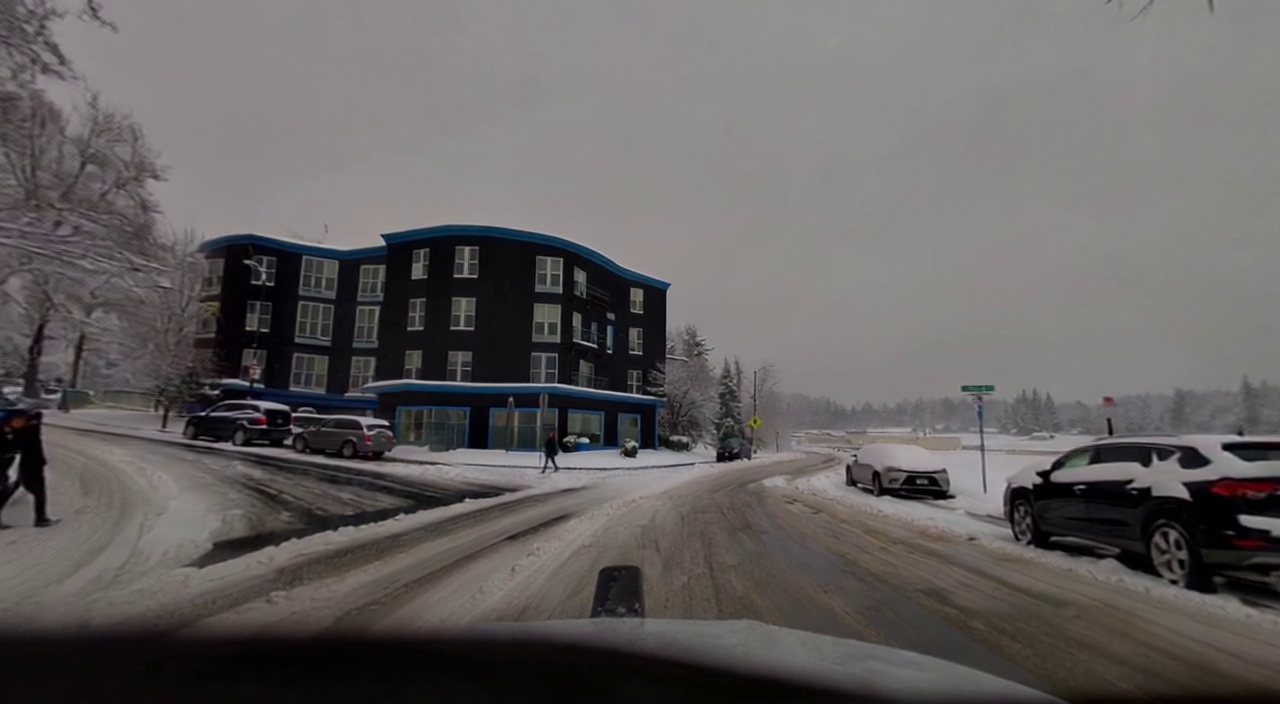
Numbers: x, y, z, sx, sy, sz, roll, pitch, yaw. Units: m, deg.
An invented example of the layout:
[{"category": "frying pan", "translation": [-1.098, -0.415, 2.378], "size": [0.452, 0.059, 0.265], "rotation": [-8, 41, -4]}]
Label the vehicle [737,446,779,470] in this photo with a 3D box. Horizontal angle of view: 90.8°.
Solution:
[{"category": "vehicle", "translation": [7.716, 6.917, 41.572], "size": [1.901, 1.495, 4.340], "rotation": [0, -8, 0]}]

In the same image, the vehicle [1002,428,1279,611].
[{"category": "vehicle", "translation": [7.500, 2.012, 8.689], "size": [2.181, 1.792, 5.066], "rotation": [0, -8, 2]}]

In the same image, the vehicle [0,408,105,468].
[{"category": "vehicle", "translation": [-16.525, 2.356, 17.197], "size": [4.175, 1.436, 2.017], "rotation": [-7, -11, 37]}]

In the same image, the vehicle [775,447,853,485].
[{"category": "vehicle", "translation": [7.850, 5.176, 29.008], "size": [2.122, 1.554, 4.777], "rotation": [0, -8, -1]}]

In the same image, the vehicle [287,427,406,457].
[{"category": "vehicle", "translation": [-13.600, 4.194, 29.531], "size": [4.603, 1.335, 1.889], "rotation": [1, -9, -8]}]

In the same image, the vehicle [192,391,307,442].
[{"category": "vehicle", "translation": [-18.718, 3.106, 30.285], "size": [4.598, 1.645, 2.019], "rotation": [8, -5, 20]}]

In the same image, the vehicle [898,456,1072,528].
[{"category": "vehicle", "translation": [7.812, 3.165, 14.851], "size": [1.900, 1.368, 4.176], "rotation": [-1, -8, 3]}]

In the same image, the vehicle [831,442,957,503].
[{"category": "vehicle", "translation": [7.919, 3.770, 20.292], "size": [1.917, 1.704, 4.840], "rotation": [0, -8, -2]}]
